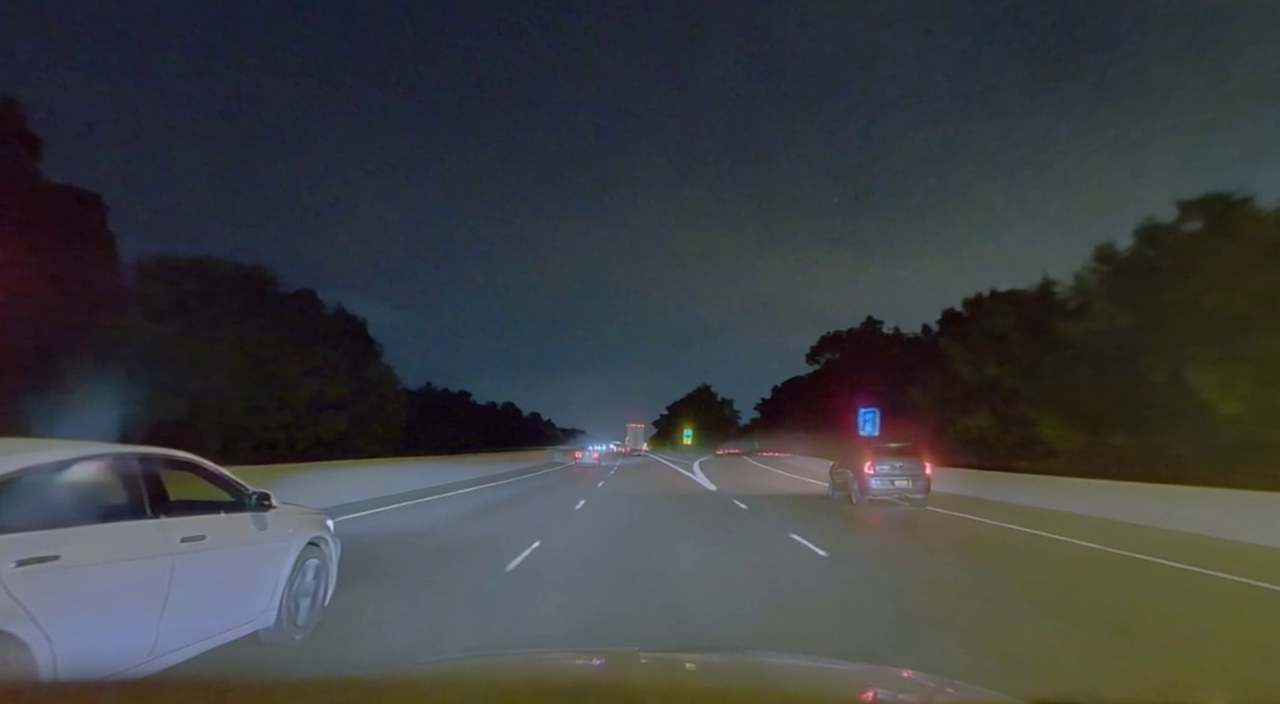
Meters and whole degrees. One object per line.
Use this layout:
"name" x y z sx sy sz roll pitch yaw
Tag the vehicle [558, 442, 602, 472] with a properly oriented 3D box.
"vehicle" -3.389 6.071 36.623 2.184 1.574 5.004 0 -9 -1
